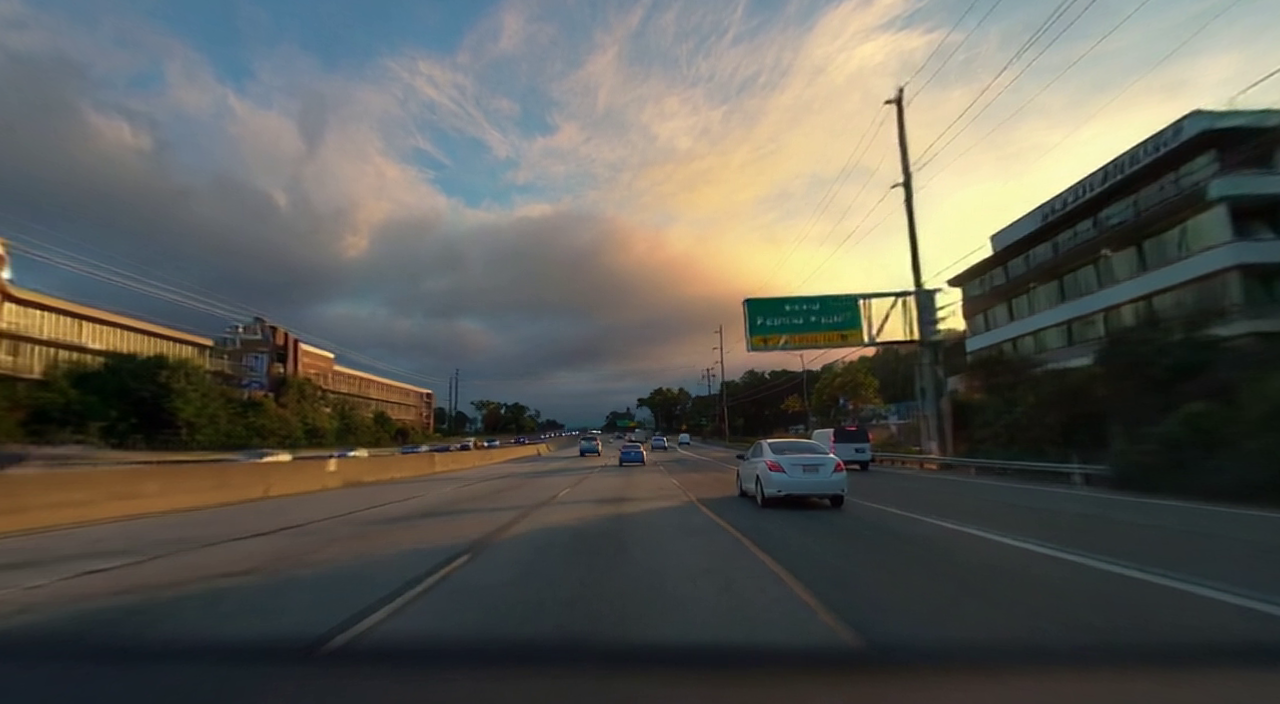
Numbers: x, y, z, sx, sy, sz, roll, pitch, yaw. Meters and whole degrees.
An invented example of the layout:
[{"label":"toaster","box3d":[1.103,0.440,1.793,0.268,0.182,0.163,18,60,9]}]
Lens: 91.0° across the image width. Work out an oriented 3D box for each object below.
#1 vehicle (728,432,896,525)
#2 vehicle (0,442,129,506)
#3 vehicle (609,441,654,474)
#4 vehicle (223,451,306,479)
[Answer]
[{"label":"vehicle","box3d":[3.177,2.436,12.742,1.995,1.533,4.463,0,-8,-2]},{"label":"vehicle","box3d":[-16.722,3.230,17.028,1.890,1.564,4.563,0,-8,1]},{"label":"vehicle","box3d":[-0.459,5.046,30.285,2.019,1.472,3.971,0,-8,-2]},{"label":"vehicle","box3d":[-22.035,6.648,37.222,1.857,1.497,4.857,0,-8,1]}]
